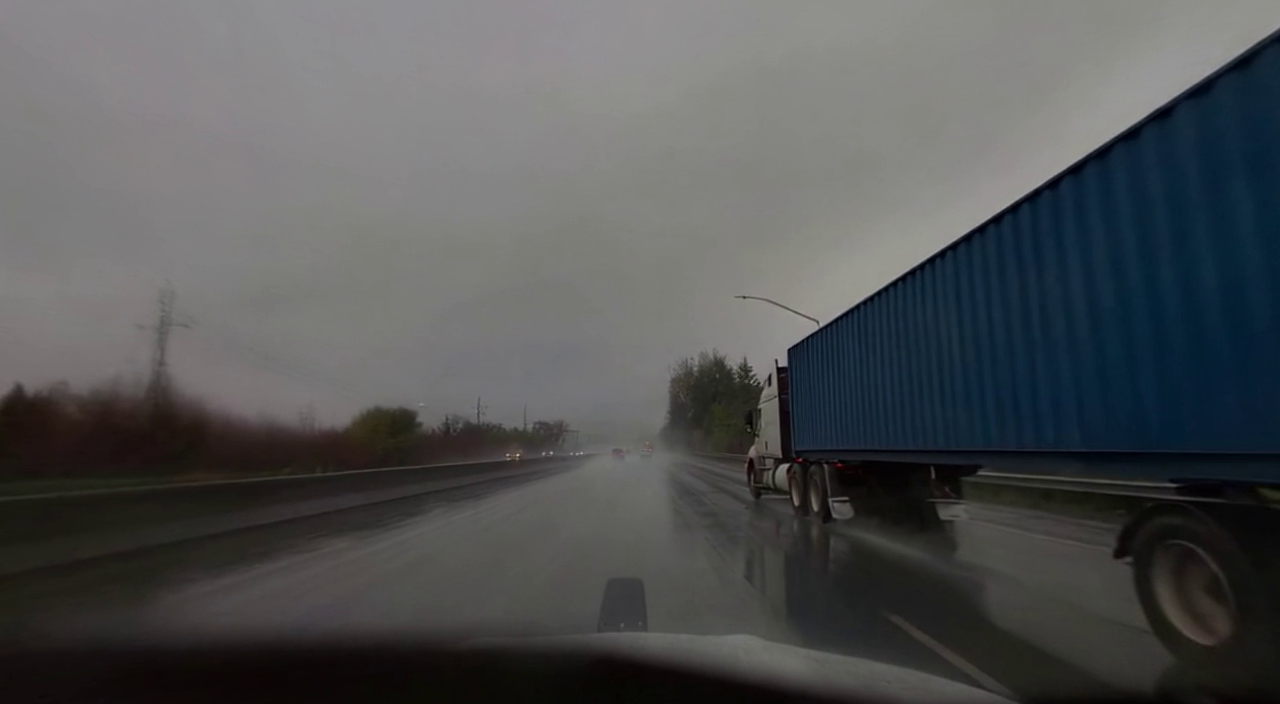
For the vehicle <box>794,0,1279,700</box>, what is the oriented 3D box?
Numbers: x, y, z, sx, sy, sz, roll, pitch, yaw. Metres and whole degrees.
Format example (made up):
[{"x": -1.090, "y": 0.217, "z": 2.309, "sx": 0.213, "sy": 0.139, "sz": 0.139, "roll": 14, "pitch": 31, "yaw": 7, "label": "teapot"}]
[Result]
[{"x": 4.707, "y": 0.287, "z": 6.659, "sx": 2.821, "sy": 4.046, "sz": 12.876, "roll": 0, "pitch": -9, "yaw": 0, "label": "vehicle"}]
